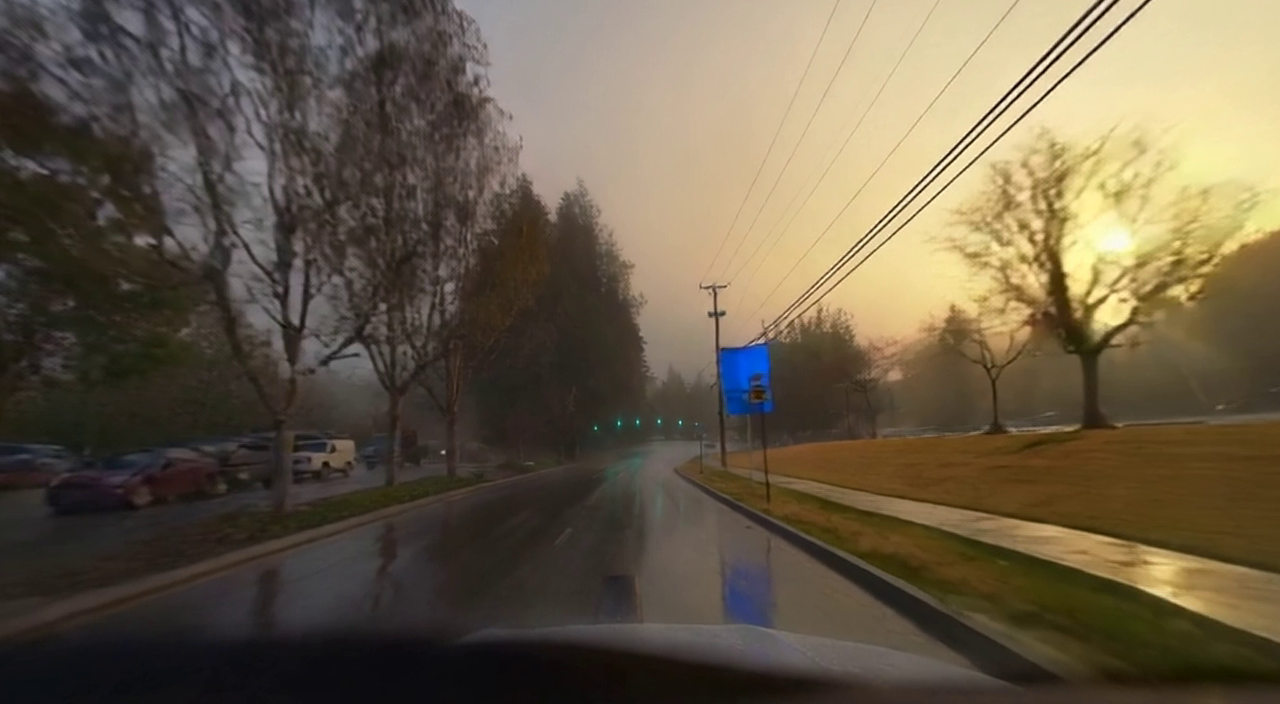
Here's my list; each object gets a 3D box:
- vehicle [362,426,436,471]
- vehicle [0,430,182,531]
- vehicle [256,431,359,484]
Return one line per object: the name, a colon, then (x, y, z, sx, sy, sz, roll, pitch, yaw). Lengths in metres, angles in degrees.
vehicle: (-18.312, 7.410, 48.274, 2.739, 3.171, 7.030, 0, -9, 1)
vehicle: (-14.628, 3.178, 16.251, 2.266, 2.117, 6.049, 1, -9, -14)
vehicle: (-18.063, 5.750, 34.655, 2.327, 2.595, 6.045, -1, -9, 0)
